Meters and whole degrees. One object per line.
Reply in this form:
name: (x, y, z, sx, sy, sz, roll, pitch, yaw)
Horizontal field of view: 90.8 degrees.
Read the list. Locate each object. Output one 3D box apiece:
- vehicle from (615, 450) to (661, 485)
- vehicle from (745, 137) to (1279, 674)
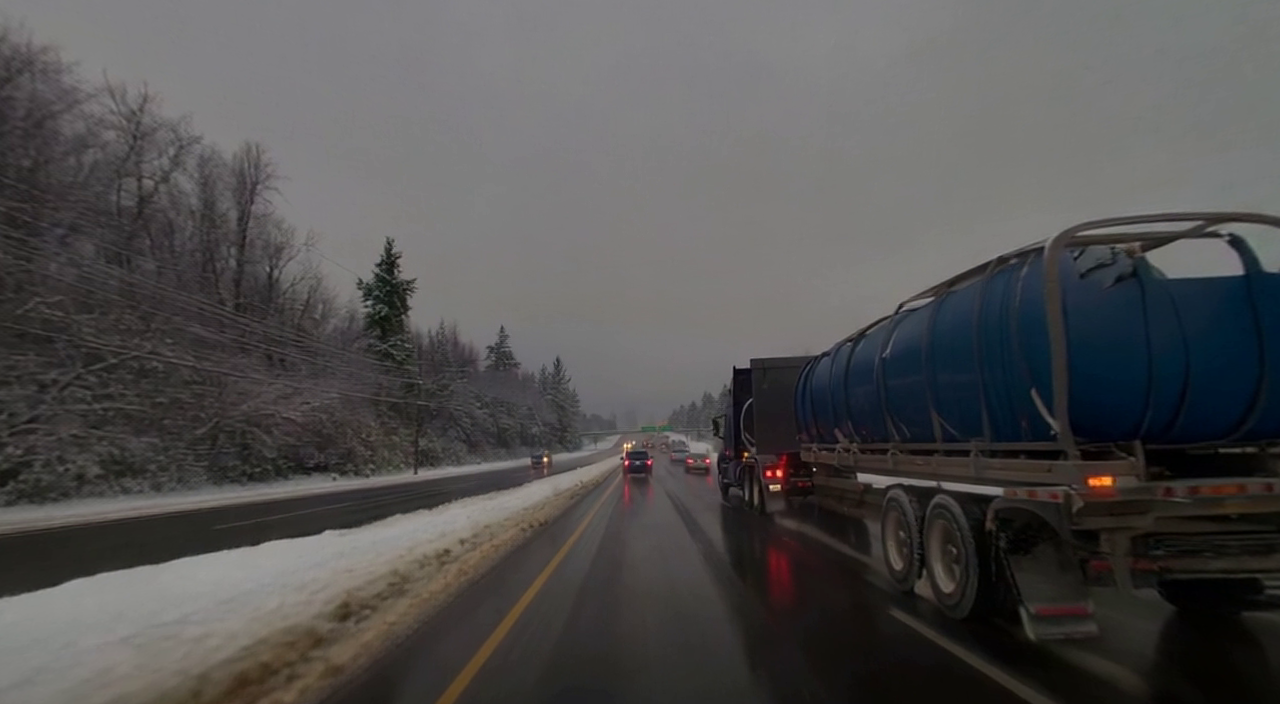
vehicle: (-0.085, 5.289, 29.172, 2.003, 1.490, 3.636, 0, -9, 0)
vehicle: (3.988, 1.121, 9.822, 2.694, 3.453, 11.641, 0, -9, 0)
